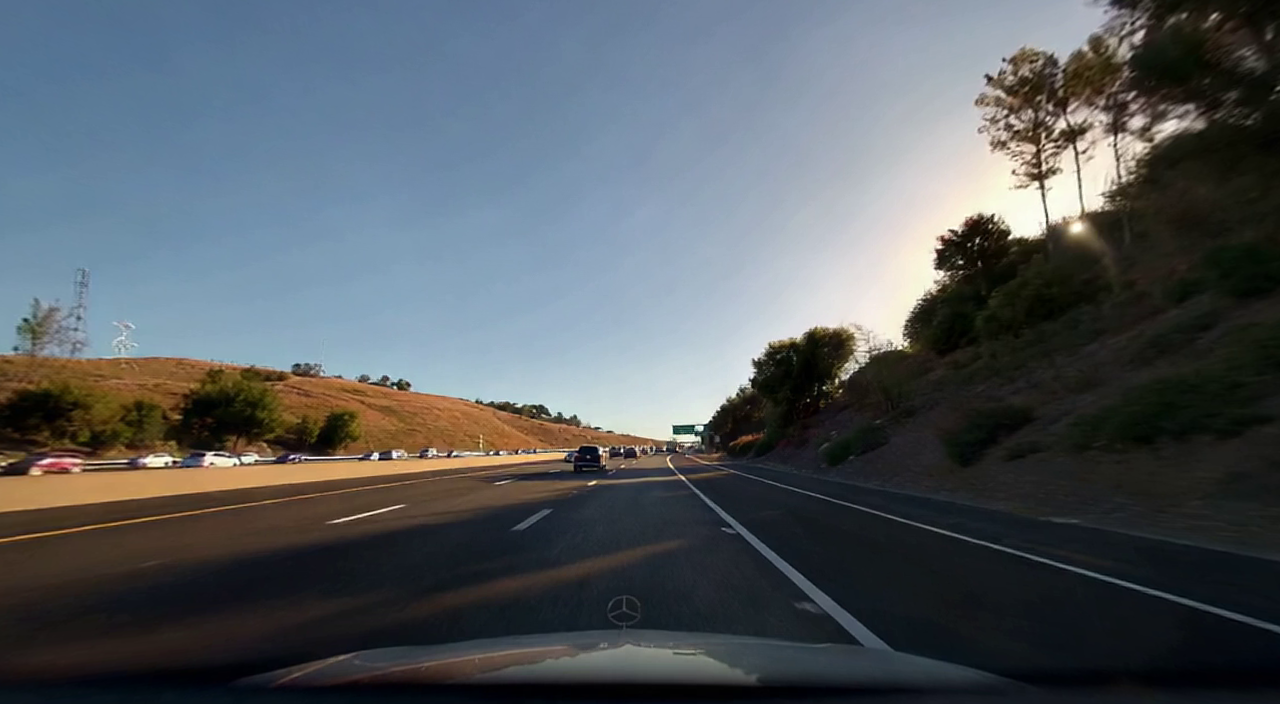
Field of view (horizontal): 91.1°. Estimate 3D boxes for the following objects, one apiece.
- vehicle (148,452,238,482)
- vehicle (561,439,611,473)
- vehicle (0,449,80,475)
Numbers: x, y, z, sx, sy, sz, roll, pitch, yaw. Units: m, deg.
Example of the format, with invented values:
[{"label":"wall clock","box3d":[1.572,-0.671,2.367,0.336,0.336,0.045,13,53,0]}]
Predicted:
[{"label":"vehicle","box3d":[-27.165,6.961,38.340,2.016,1.671,4.537,0,-8,2]},{"label":"vehicle","box3d":[-3.150,6.226,37.964,2.413,1.896,5.218,0,-8,1]},{"label":"vehicle","box3d":[-46.948,8.418,48.206,2.232,1.818,6.001,0,-8,1]}]
